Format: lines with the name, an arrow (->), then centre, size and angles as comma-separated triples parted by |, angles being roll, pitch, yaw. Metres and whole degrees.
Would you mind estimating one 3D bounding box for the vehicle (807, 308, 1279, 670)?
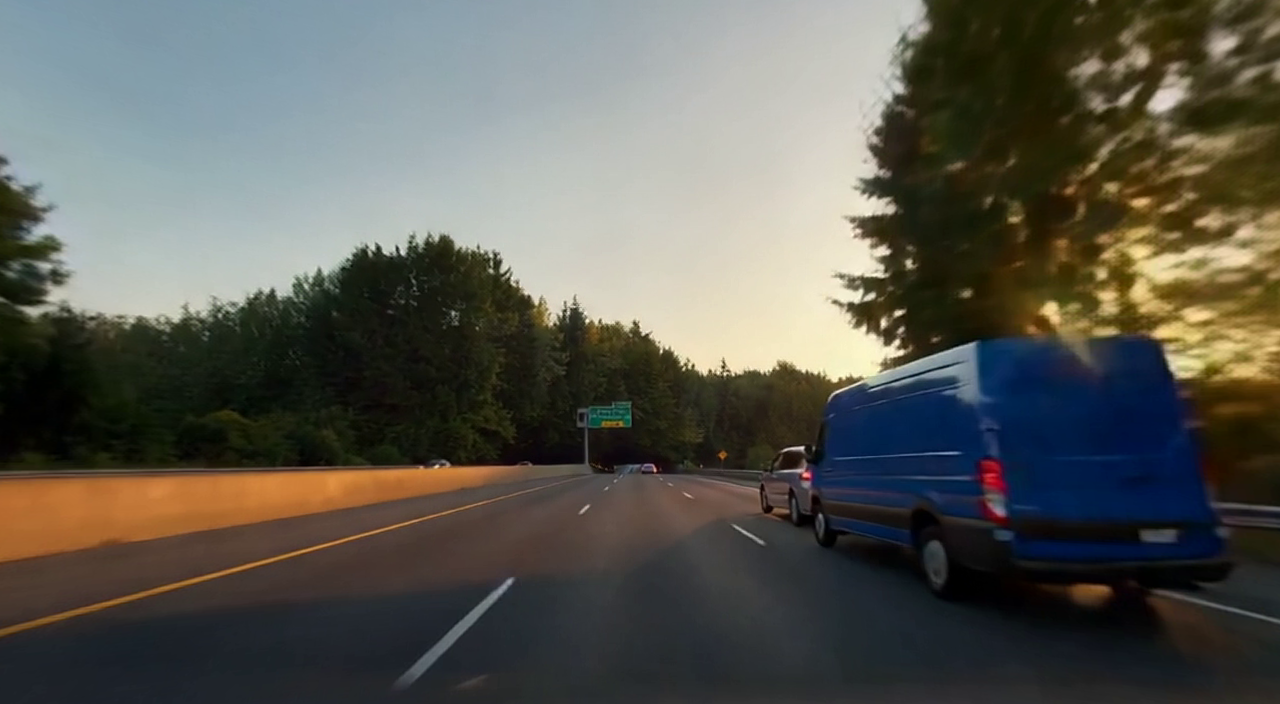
vehicle -> 4.455, 1.607, 8.141 | 2.737, 2.711, 6.687 | 1, -11, 0
